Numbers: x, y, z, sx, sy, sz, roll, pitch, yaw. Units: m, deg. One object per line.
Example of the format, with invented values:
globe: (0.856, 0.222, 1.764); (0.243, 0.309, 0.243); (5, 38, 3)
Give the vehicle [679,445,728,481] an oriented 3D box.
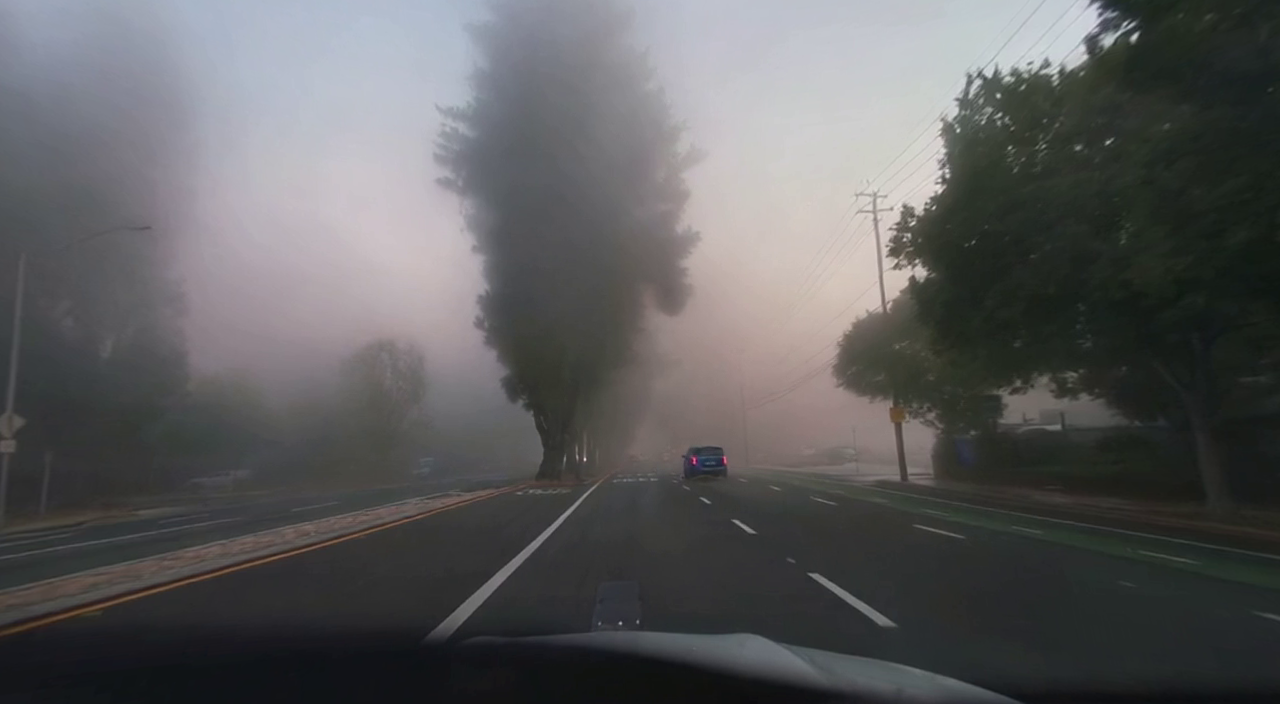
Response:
vehicle: (3.421, 6.061, 34.879); (2.086, 1.803, 4.607); (0, -9, -1)
